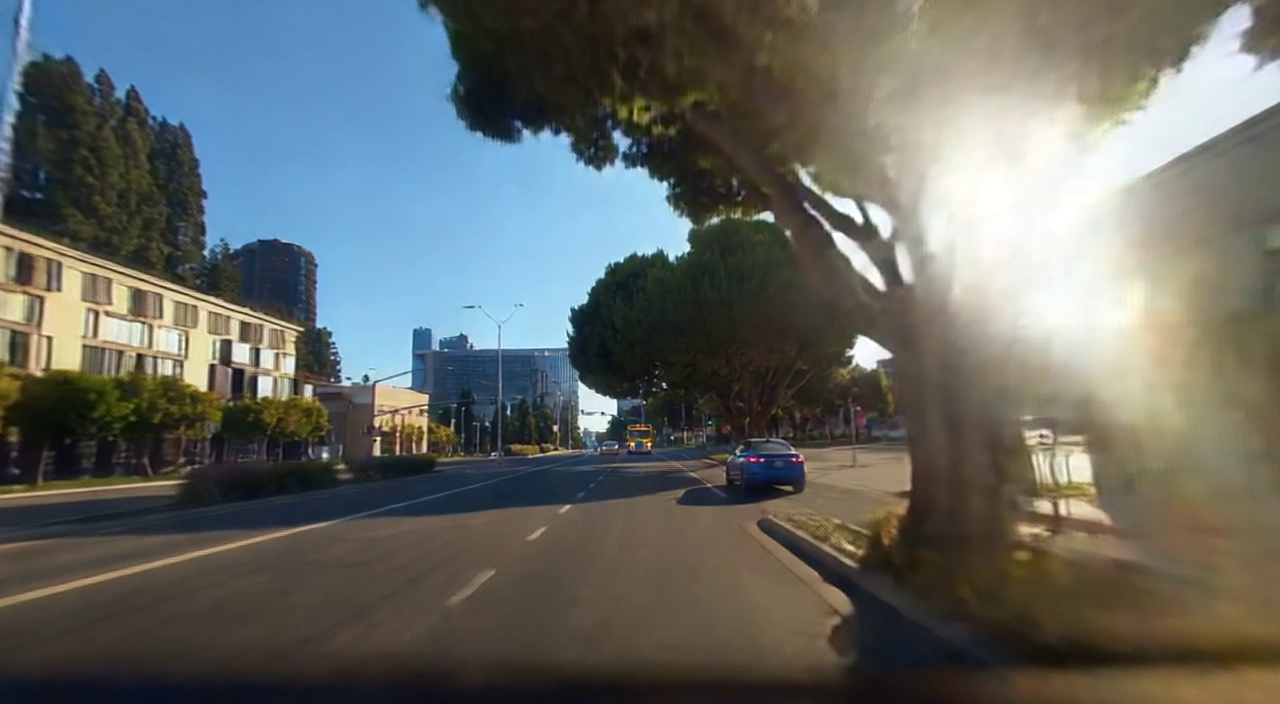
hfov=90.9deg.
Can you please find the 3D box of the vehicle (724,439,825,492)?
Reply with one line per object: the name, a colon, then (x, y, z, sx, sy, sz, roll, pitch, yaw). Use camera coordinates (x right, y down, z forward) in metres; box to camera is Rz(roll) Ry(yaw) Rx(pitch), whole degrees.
vehicle: (4.005, 3.461, 19.682, 2.005, 1.442, 4.675, 0, -8, -1)
